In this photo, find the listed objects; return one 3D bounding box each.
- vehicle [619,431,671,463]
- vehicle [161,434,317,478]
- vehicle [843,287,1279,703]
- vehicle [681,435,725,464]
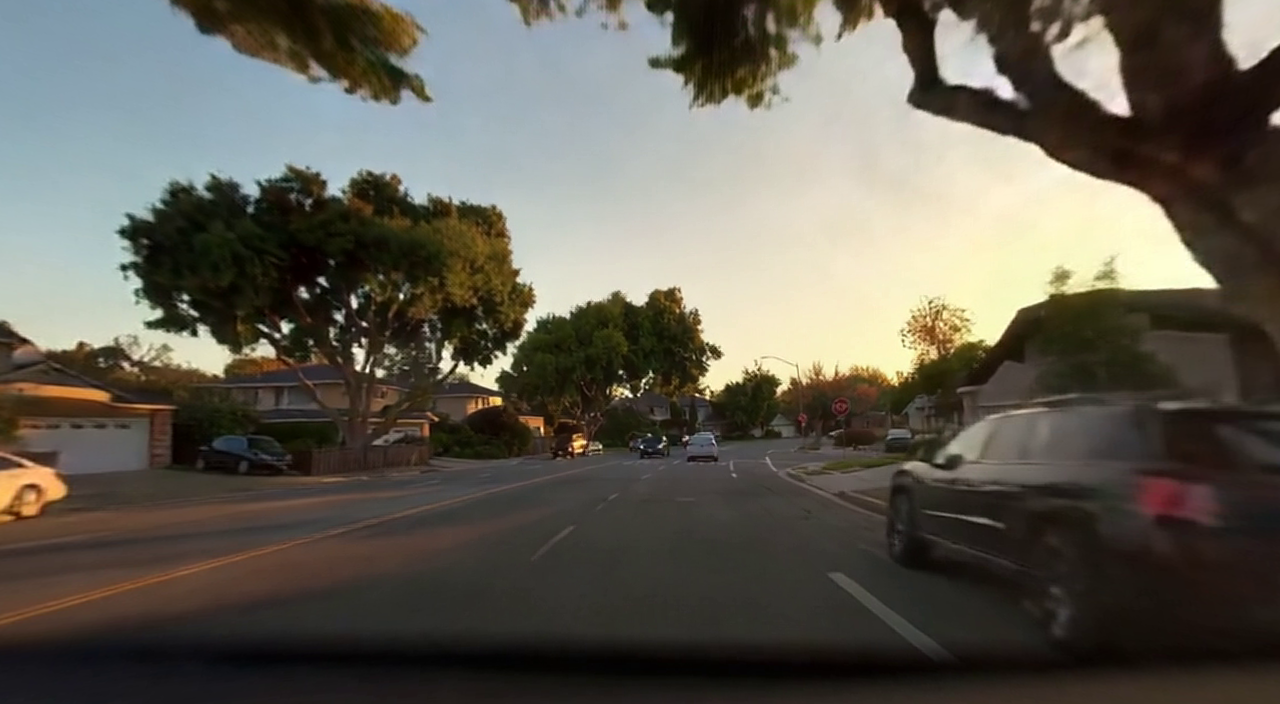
[{"bbox_3d":[0.368,5.409,36.088,2.178,1.695,4.339,-2,-8,11],"label":"vehicle"},{"bbox_3d":[-17.069,4.453,26.999,5.177,1.779,2.199,0,-8,1],"label":"vehicle"},{"bbox_3d":[3.695,1.144,5.153,2.516,2.019,5.790,0,-8,4],"label":"vehicle"},{"bbox_3d":[3.463,5.206,33.816,1.955,1.459,4.383,-1,-8,11],"label":"vehicle"}]
